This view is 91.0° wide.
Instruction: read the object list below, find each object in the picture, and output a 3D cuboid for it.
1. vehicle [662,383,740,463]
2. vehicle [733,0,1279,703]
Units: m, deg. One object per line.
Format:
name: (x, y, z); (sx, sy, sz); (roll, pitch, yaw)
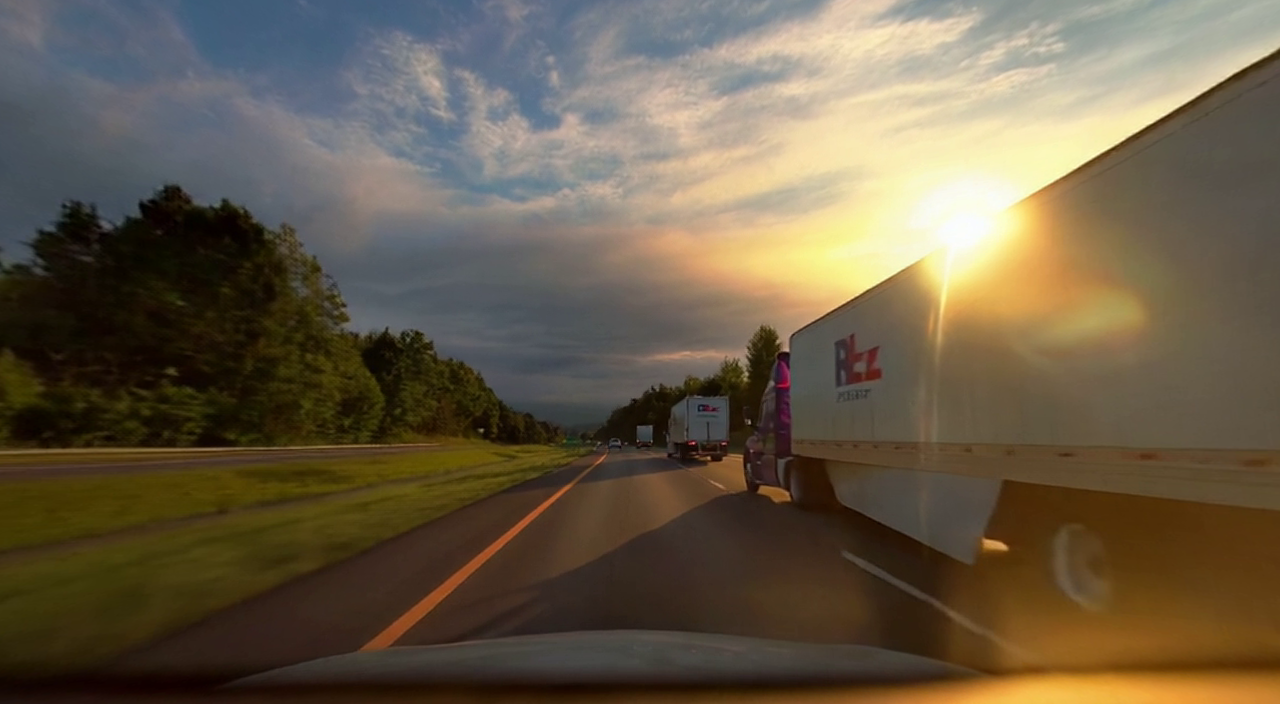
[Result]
vehicle: (3.359, 4.590, 39.160); (2.871, 4.072, 14.183); (0, -8, -2)
vehicle: (3.933, 0.363, 8.373); (2.863, 4.031, 14.678); (0, -8, -1)
